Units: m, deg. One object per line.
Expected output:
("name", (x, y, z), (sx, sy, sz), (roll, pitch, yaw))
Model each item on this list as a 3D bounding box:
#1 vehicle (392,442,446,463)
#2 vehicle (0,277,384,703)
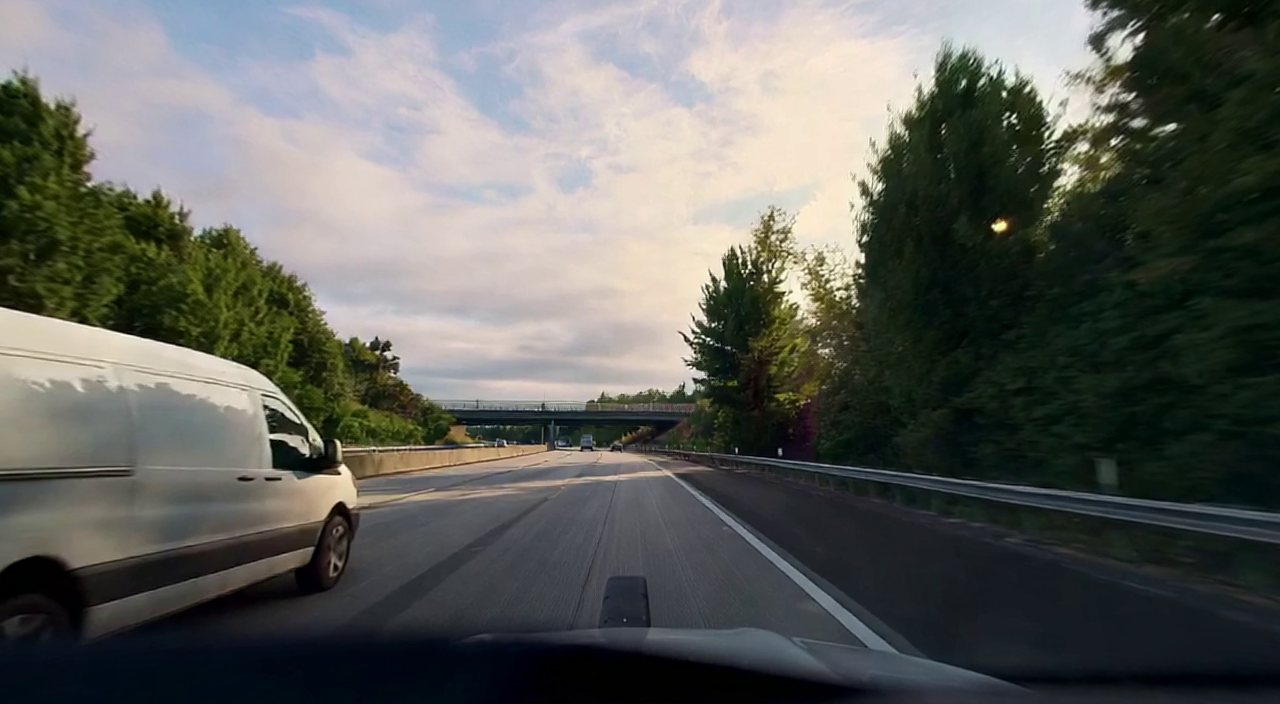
("vehicle", (-13.816, 6.280, 39.612), (2.053, 1.233, 4.093), (0, -8, -1))
("vehicle", (-3.593, 0.801, 3.213), (2.372, 1.891, 5.061), (0, -8, 1))
